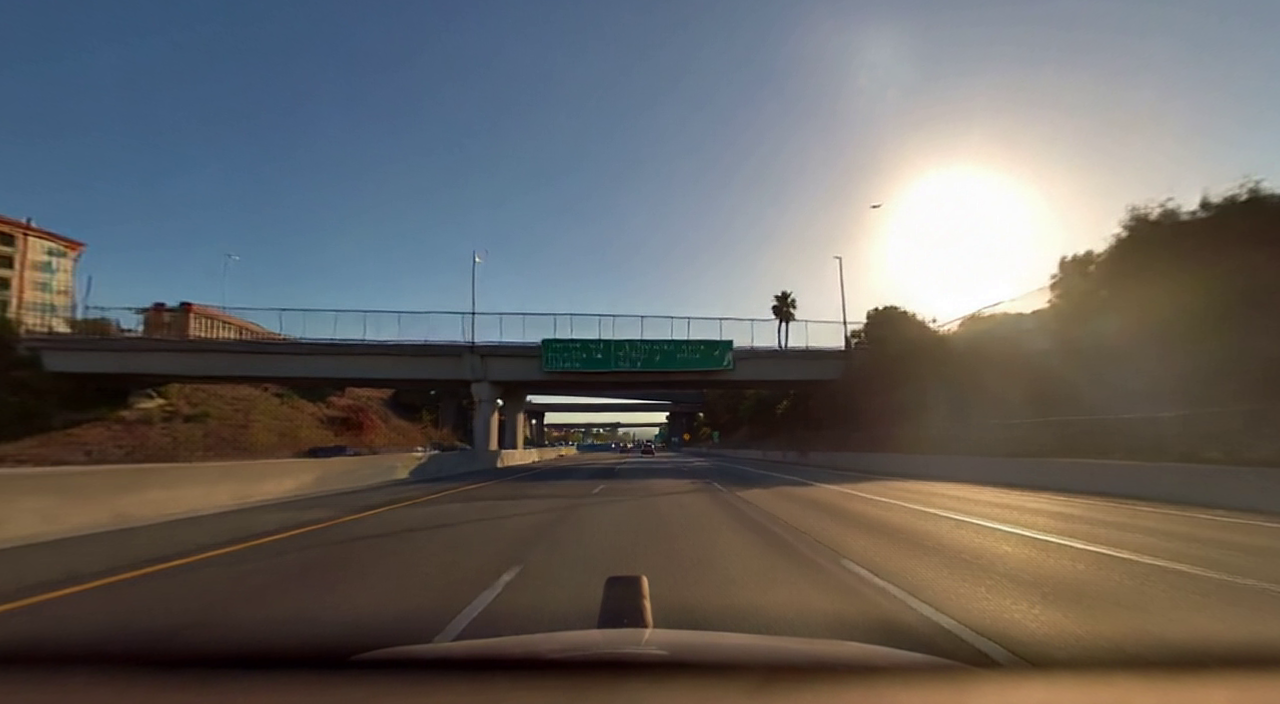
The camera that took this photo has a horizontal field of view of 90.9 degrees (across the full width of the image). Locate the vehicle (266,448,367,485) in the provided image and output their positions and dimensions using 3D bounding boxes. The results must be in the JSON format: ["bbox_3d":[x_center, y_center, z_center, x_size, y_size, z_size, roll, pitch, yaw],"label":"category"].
[{"bbox_3d":[-14.407,5.092,28.388,2.140,1.457,4.305,0,-8,2],"label":"vehicle"}]

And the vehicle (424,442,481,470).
[{"bbox_3d":[-10.713,5.966,36.405,1.926,1.534,4.371,0,-8,0],"label":"vehicle"}]
